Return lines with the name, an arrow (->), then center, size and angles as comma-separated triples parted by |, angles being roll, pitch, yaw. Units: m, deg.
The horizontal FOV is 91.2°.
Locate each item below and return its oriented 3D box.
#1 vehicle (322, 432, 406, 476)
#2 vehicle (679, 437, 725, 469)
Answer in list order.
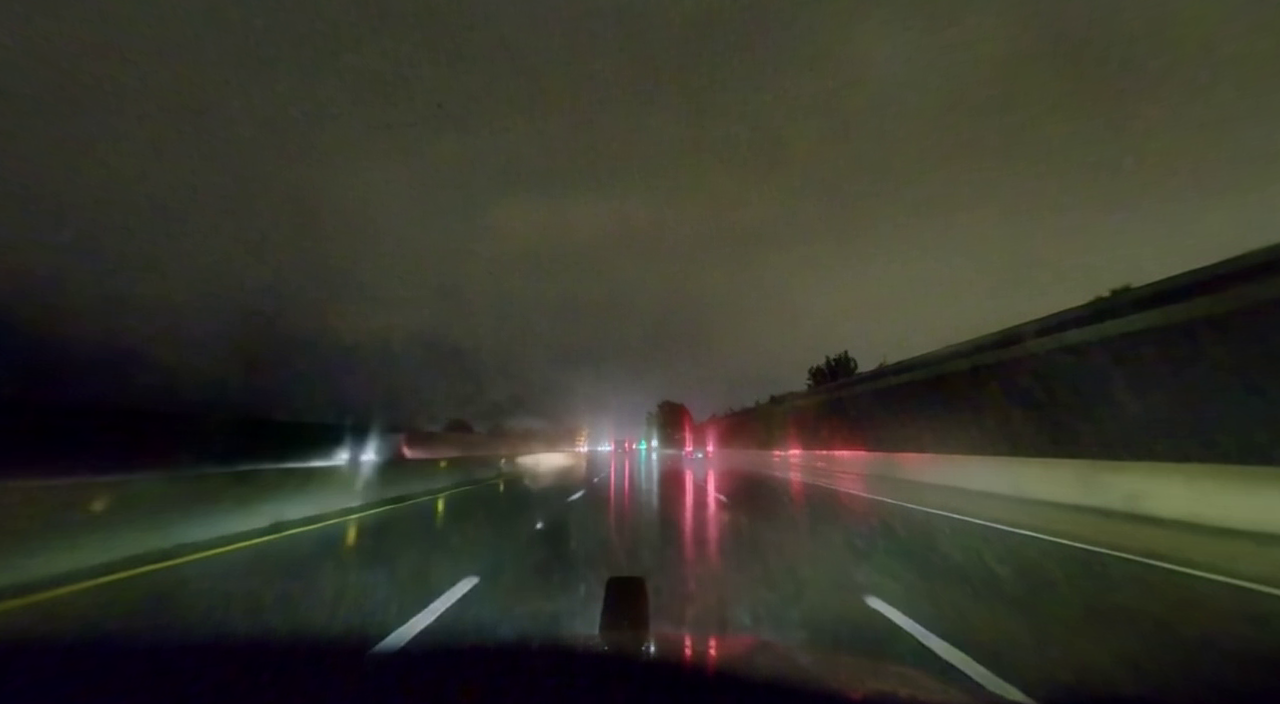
vehicle -> -16.904, 6.291, 38.863 | 2.402, 2.484, 5.996 | 0, -8, 1
vehicle -> 3.459, 5.697, 35.687 | 2.202, 1.682, 4.188 | 0, -8, 0
